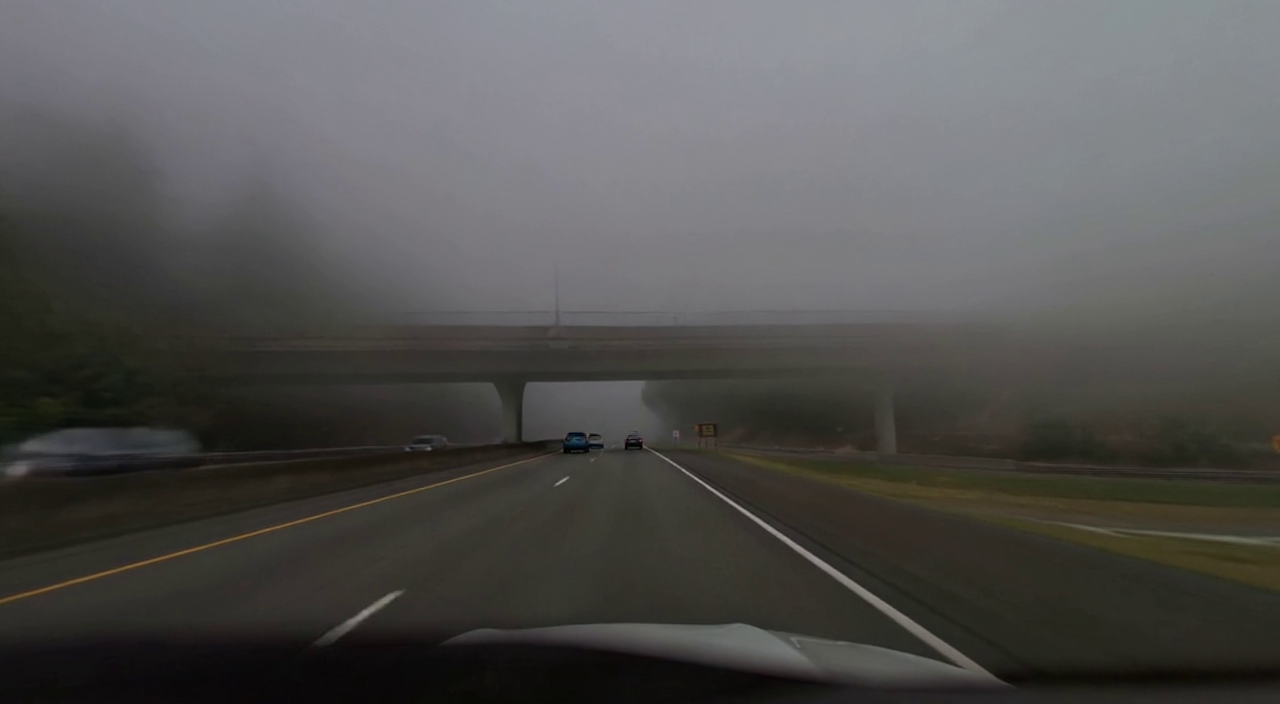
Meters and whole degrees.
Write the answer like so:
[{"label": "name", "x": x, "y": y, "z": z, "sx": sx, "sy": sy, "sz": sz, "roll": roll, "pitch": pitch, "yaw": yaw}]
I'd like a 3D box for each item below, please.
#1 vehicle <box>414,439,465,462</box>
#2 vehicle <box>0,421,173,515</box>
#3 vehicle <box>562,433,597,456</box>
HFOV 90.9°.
[{"label": "vehicle", "x": -13.297, "y": 6.566, "z": 42.021, "sx": 2.062, "sy": 1.437, "sz": 4.002, "roll": 0, "pitch": -8, "yaw": 0}, {"label": "vehicle", "x": -12.575, "y": 2.346, "z": 13.122, "sx": 1.877, "sy": 1.696, "sz": 5.004, "roll": 0, "pitch": -8, "yaw": -1}, {"label": "vehicle", "x": -4.268, "y": 6.607, "z": 45.156, "sx": 2.169, "sy": 1.588, "sz": 4.264, "roll": 0, "pitch": -8, "yaw": 0}]
